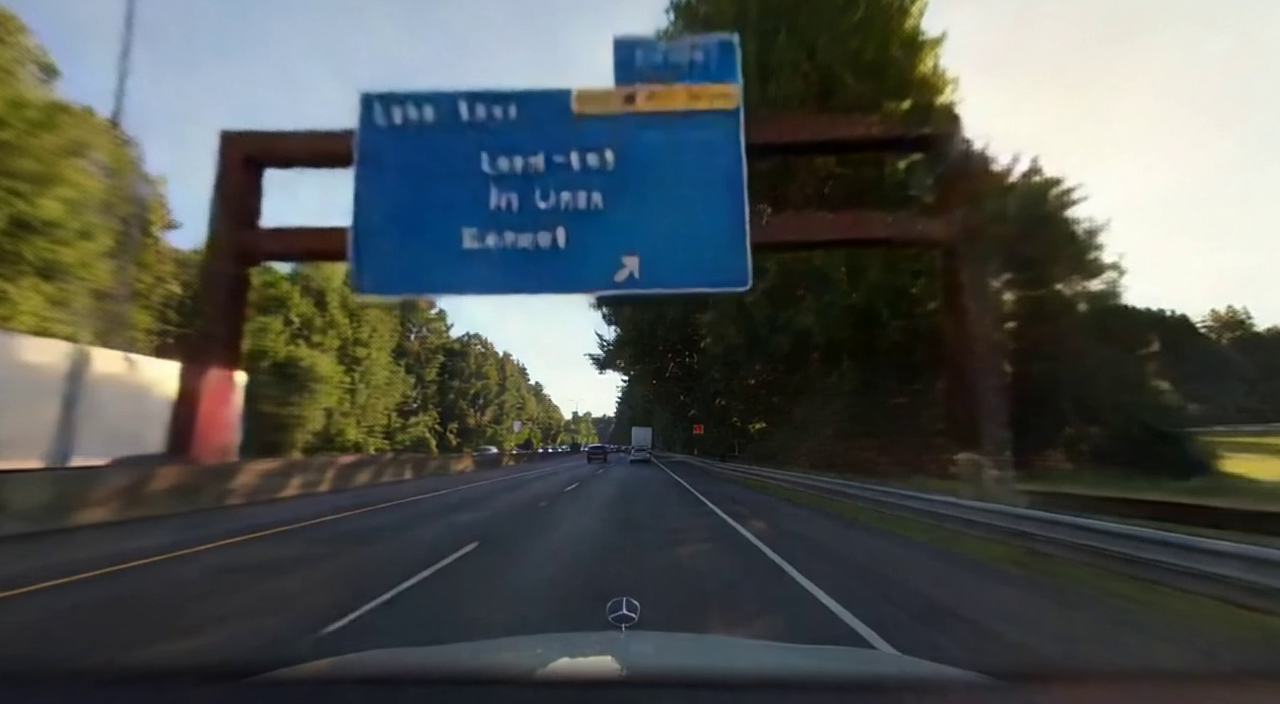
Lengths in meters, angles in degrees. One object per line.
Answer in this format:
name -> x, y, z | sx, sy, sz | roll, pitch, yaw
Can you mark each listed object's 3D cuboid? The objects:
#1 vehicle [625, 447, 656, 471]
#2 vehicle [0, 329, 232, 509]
vehicle -> 0.023, 6.641, 39.339 | 1.853, 1.436, 3.438 | 0, -9, 0
vehicle -> -15.994, 1.668, 15.243 | 2.856, 4.029, 14.034 | 0, -9, 0
